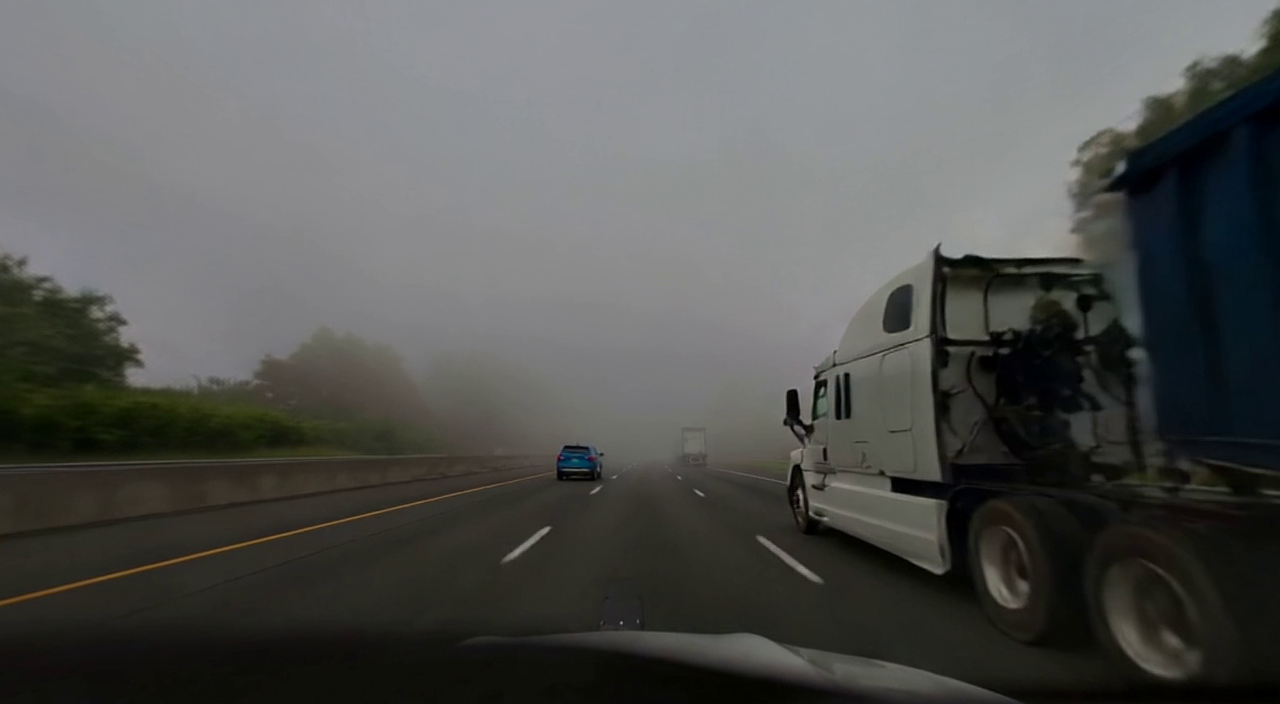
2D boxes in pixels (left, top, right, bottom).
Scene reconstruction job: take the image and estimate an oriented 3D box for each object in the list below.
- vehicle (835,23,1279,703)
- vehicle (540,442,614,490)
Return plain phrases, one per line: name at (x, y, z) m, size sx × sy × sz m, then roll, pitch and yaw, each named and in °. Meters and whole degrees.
vehicle at (4.311, 0.113, 1.911) m, size 2.868 × 3.427 × 14.032 m, roll 0°, pitch -9°, yaw -1°
vehicle at (-2.311, 4.351, 24.381) m, size 2.297 × 1.683 × 4.385 m, roll 0°, pitch -9°, yaw 2°
